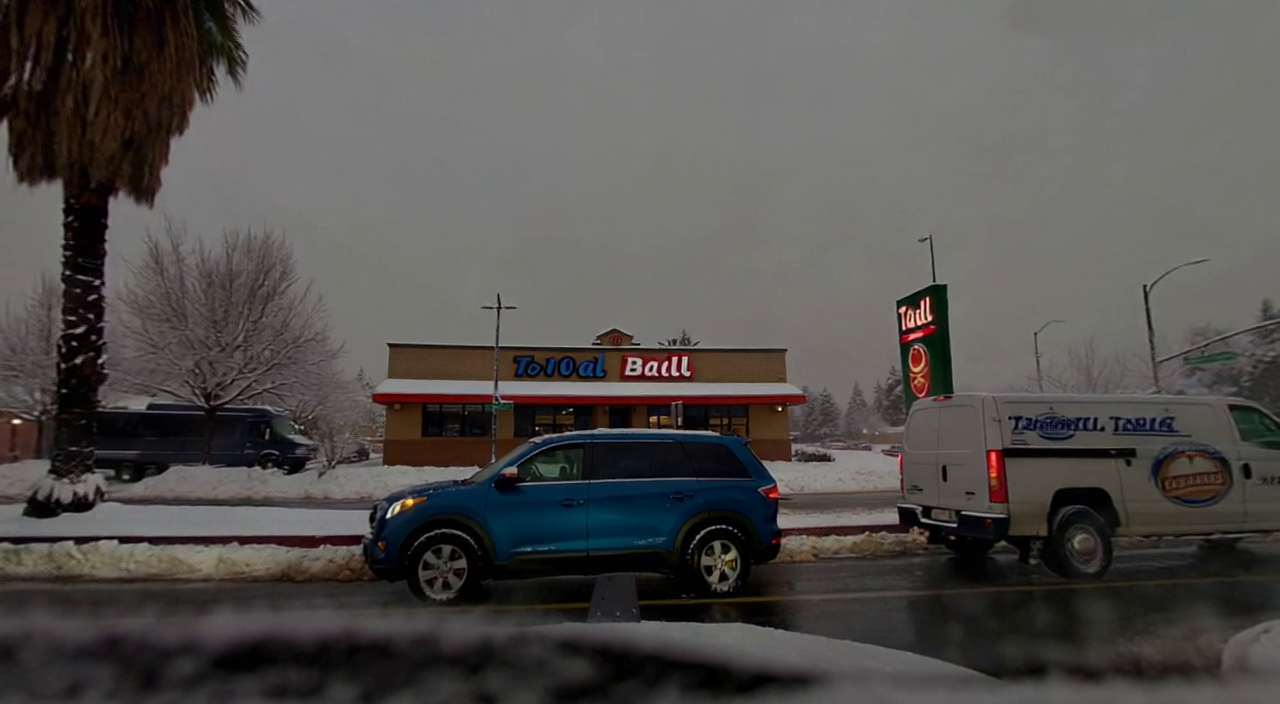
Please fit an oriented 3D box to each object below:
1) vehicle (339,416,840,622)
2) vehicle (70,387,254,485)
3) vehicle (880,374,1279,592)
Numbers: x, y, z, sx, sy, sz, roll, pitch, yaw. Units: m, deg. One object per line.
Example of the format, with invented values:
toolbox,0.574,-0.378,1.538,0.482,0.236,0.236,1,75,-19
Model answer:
vehicle,-0.483,1.629,6.837,4.493,1.728,2.137,1,-9,-9
vehicle,-21.665,3.965,29.431,3.034,3.929,7.699,1,-9,-6
vehicle,6.636,1.544,8.030,6.246,2.202,2.277,1,-9,-8
